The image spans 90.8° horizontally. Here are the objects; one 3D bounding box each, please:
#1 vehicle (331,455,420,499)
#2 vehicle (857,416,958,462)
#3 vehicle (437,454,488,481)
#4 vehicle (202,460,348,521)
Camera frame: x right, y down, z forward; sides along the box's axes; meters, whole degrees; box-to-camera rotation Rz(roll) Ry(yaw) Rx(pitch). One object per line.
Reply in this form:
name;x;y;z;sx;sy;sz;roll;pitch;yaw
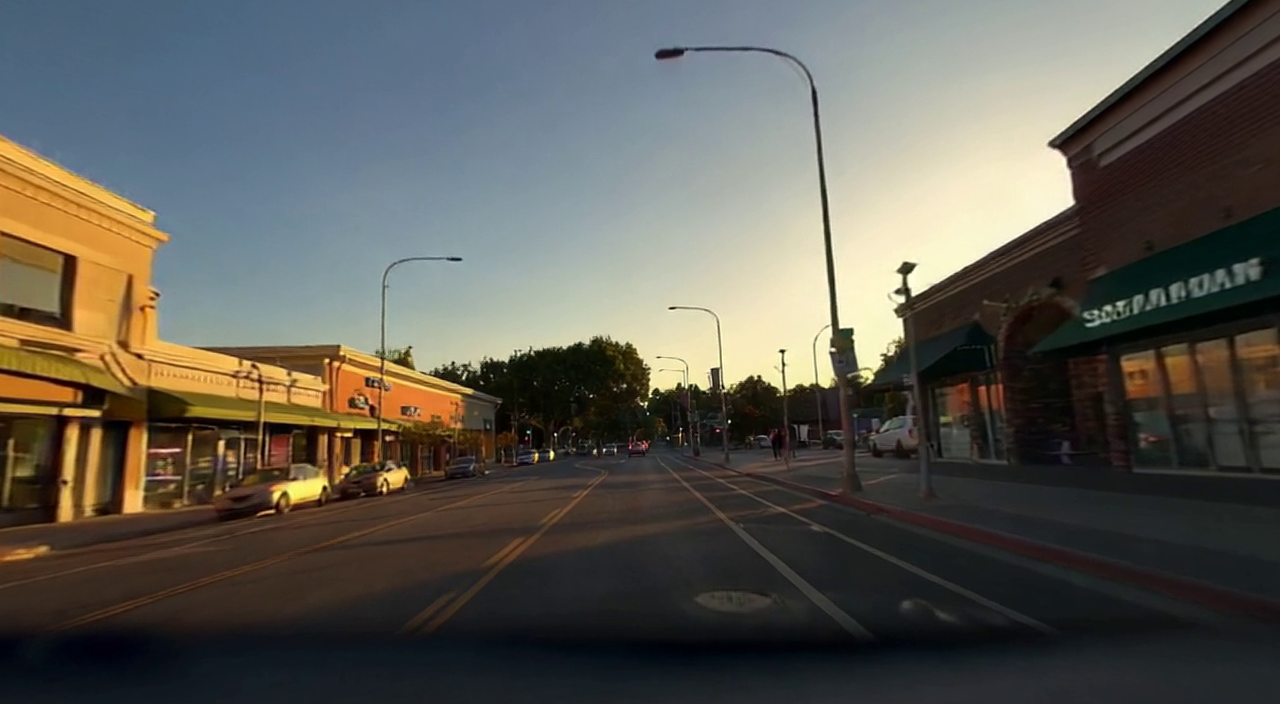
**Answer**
vehicle;-10.820;5.123;26.199;1.837;1.586;4.155;0;-8;0
vehicle;12.665;4.230;30.408;2.532;1.997;5.001;0;-9;-2
vehicle;-10.866;7.068;39.023;1.828;1.470;4.523;0;-8;0
vehicle;-10.765;4.073;19.077;1.784;1.502;4.344;0;-8;0
